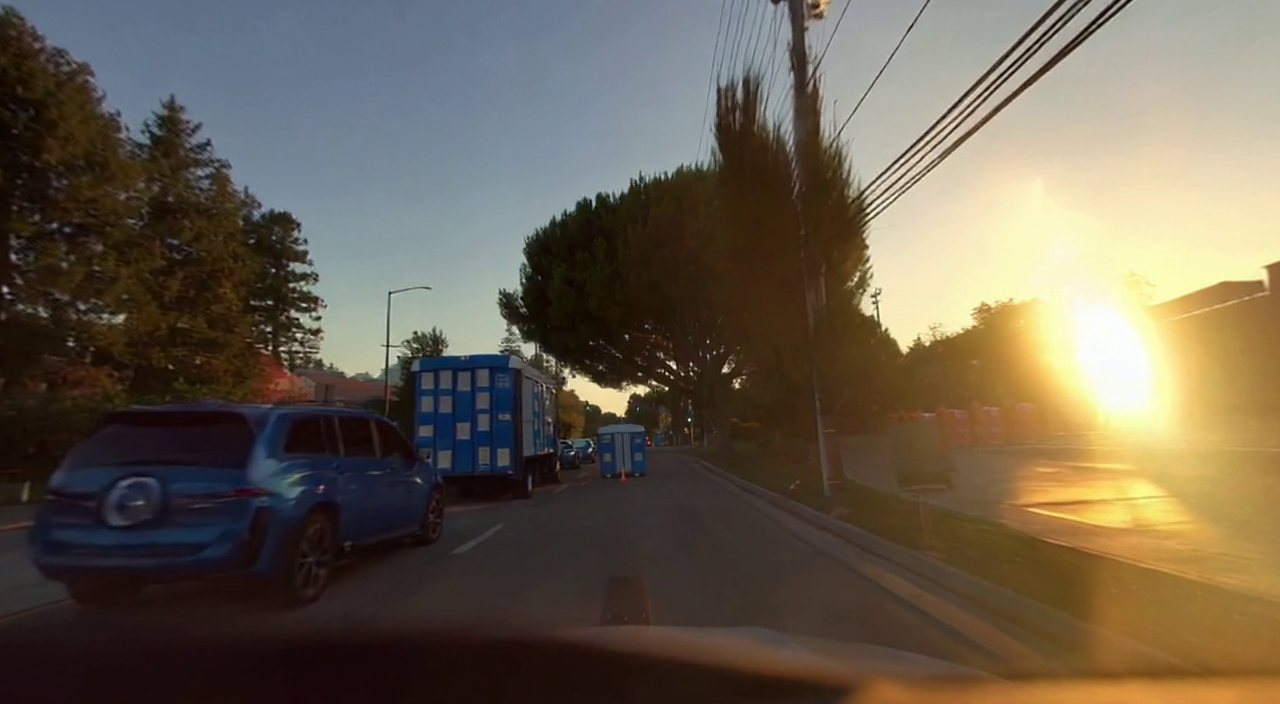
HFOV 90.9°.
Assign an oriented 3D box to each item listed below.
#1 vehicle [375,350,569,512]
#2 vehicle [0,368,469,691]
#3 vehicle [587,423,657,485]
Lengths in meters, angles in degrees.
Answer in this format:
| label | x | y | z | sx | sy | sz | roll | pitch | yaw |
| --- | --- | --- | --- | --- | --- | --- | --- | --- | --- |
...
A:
| label | x | y | z | sx | sy | sz | roll | pitch | yaw |
| --- | --- | --- | --- | --- | --- | --- | --- | --- | --- |
| vehicle | -4.005 | 2.233 | 17.404 | 3.120 | 3.393 | 7.945 | 1 | -8 | 0 |
| vehicle | -3.449 | 1.347 | 6.028 | 2.187 | 1.821 | 4.748 | 0 | -8 | 1 |
| vehicle | -0.579 | 3.380 | 21.173 | 2.117 | 1.861 | 4.095 | 0 | -8 | -1 |
